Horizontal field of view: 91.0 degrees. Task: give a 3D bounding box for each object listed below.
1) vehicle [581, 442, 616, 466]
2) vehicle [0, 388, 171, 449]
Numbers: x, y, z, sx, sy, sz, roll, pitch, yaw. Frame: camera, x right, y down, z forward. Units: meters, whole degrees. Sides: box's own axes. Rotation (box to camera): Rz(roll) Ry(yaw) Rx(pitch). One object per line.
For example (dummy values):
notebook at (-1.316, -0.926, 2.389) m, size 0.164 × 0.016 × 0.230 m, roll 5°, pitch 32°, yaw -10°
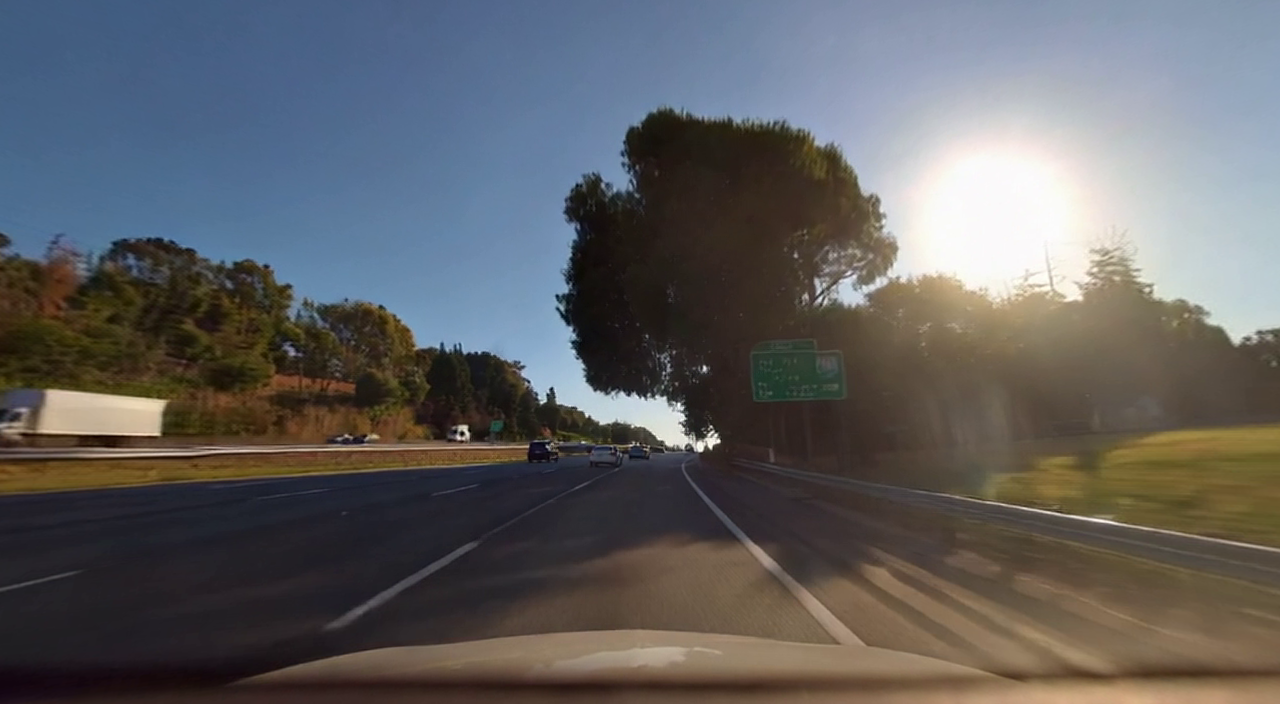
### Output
vehicle at (-2.999, 7.580, 46.793) m, size 2.035 × 1.673 × 4.469 m, roll 0°, pitch -9°, yaw 4°
vehicle at (-36.759, 4.609, 41.448) m, size 3.282 × 3.523 × 10.262 m, roll 0°, pitch -9°, yaw 4°
